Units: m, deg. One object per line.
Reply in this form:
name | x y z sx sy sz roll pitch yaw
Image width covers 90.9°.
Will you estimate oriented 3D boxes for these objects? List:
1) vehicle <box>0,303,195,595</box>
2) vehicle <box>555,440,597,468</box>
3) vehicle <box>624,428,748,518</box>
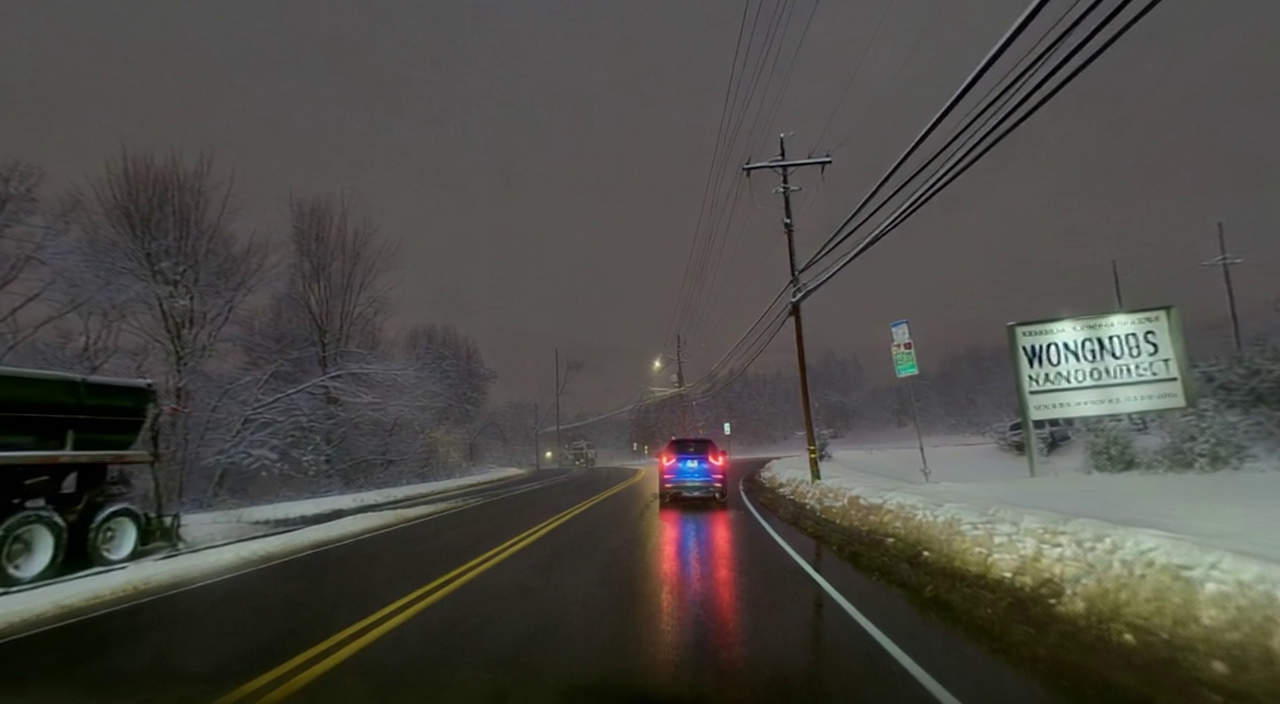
vehicle | -8.594 1.075 5.493 3.395 3.071 7.634 -7 -6 6
vehicle | -5.077 7.895 48.938 2.668 1.981 5.575 2 -9 -12
vehicle | 0.808 2.307 12.475 2.081 1.503 3.726 0 -8 1
